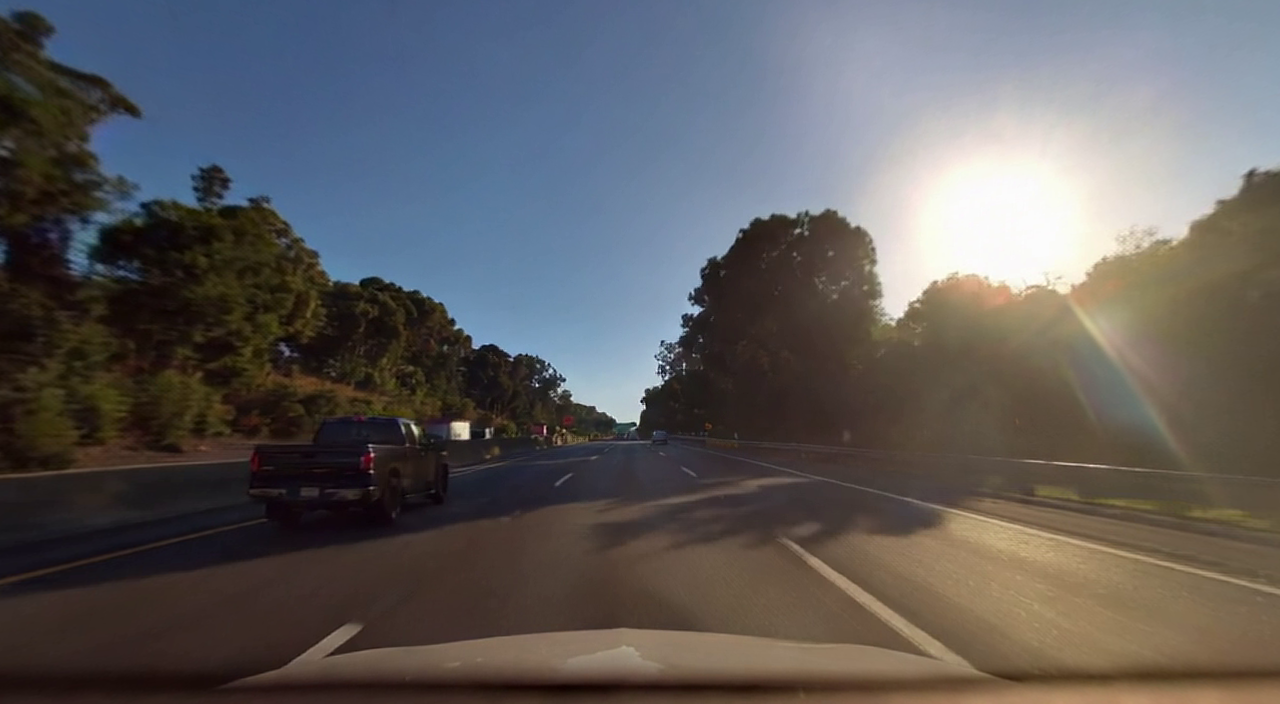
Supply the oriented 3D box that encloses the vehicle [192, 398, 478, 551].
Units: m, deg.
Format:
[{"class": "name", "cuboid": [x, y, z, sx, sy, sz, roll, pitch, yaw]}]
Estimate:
[{"class": "vehicle", "cuboid": [-3.769, 1.570, 8.722, 2.000, 1.620, 3.929, 0, -8, 0]}]
